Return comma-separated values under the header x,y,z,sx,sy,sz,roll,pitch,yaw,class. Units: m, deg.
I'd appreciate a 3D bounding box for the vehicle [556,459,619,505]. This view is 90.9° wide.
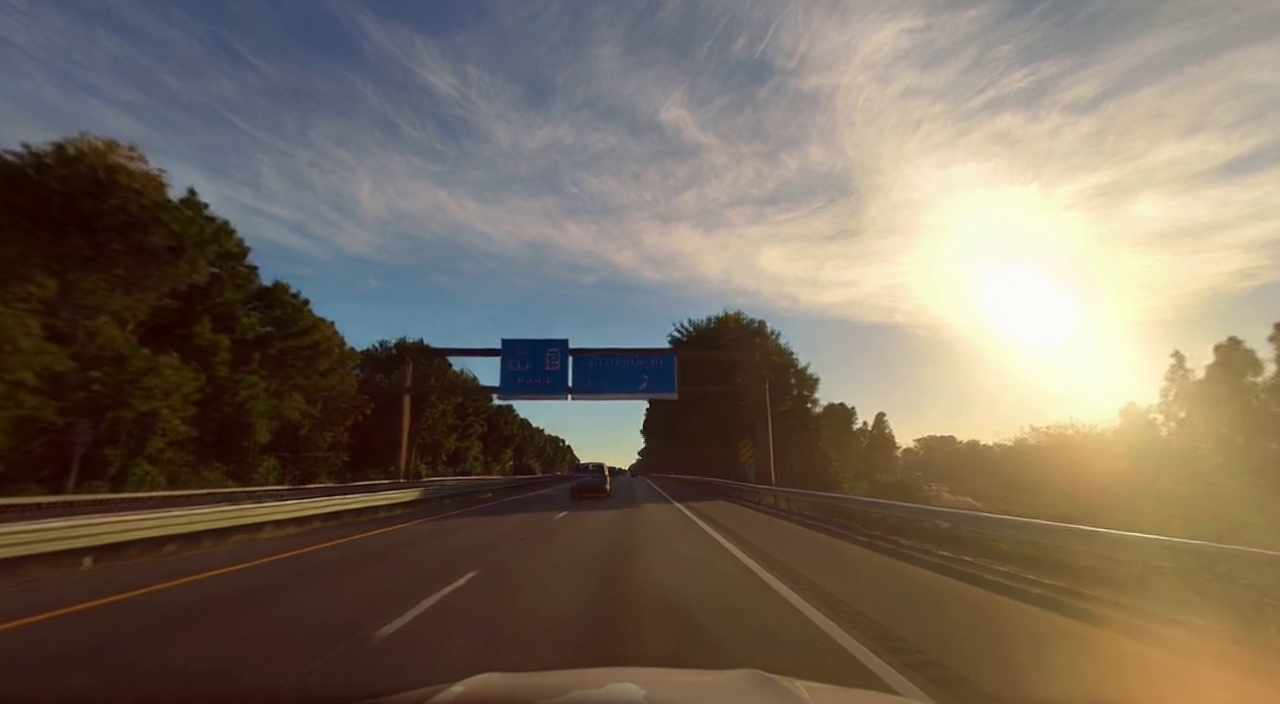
x,y,z,sx,sy,sz,roll,pitch,yaw,class
-2.054,5.298,25.950,2.107,1.668,4.554,1,-11,1,vehicle
